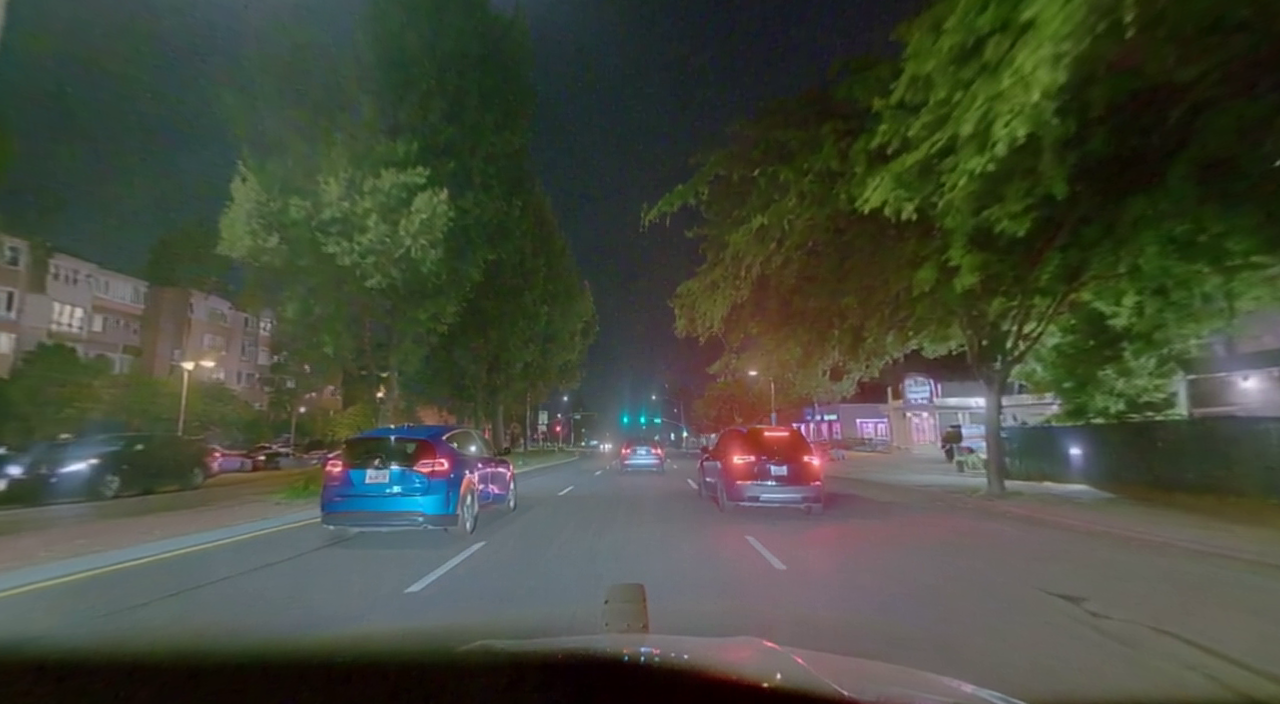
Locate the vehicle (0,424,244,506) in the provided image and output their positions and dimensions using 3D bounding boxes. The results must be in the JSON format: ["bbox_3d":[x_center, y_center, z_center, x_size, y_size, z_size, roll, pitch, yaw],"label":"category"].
[{"bbox_3d":[-12.462,2.704,15.625,1.928,1.675,4.900,0,-8,2],"label":"vehicle"}]

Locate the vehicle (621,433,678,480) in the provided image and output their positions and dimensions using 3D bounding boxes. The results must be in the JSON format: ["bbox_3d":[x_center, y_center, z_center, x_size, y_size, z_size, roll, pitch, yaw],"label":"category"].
[{"bbox_3d":[0.315,3.762,22.939,1.922,1.579,3.642,0,-8,0],"label":"vehicle"}]

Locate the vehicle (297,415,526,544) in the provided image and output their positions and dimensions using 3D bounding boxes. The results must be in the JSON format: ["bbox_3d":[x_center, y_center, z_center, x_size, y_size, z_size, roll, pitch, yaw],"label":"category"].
[{"bbox_3d":[-3.463,2.019,10.738,2.043,1.687,4.676,0,-8,1],"label":"vehicle"}]

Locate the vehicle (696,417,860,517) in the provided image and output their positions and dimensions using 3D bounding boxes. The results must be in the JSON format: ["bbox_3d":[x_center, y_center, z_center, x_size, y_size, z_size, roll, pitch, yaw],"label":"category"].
[{"bbox_3d":[2.628,2.336,13.341,2.280,1.747,4.361,0,-8,-3],"label":"vehicle"}]

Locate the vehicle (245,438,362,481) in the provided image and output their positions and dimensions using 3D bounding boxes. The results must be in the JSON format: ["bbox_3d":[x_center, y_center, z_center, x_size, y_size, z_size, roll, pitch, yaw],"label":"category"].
[{"bbox_3d":[-12.294,3.934,23.434,1.849,1.452,4.423,0,-8,1],"label":"vehicle"}]

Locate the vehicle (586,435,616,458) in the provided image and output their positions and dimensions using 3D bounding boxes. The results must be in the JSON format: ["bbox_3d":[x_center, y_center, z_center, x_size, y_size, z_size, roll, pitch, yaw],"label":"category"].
[{"bbox_3d":[-3.022,7.415,49.629,2.014,1.755,4.360,0,-8,1],"label":"vehicle"}]
